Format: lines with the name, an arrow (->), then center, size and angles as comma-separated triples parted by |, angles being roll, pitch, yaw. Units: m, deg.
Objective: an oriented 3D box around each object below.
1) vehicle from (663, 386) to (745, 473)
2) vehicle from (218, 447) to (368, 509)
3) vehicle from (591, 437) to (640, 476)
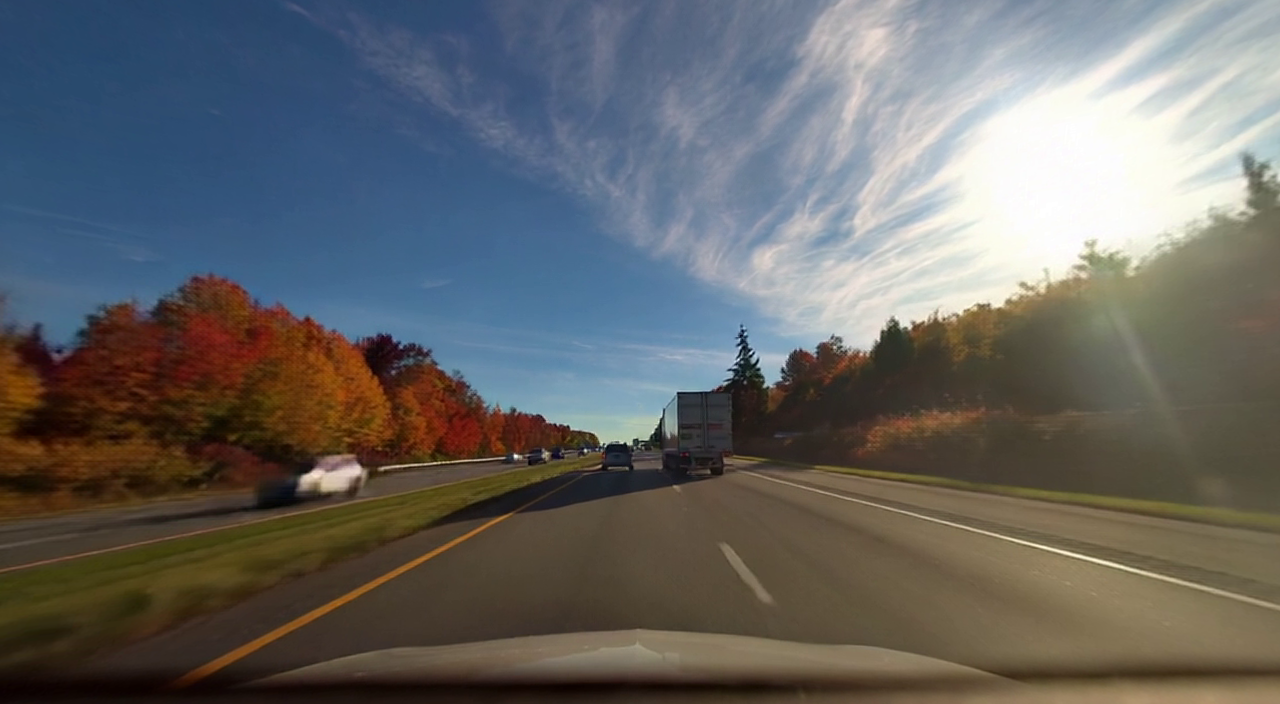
vehicle -> 3.254, 4.683, 36.445 | 3.068, 4.042, 13.787 | 0, -9, -1
vehicle -> -9.818, 3.554, 18.168 | 1.946, 1.550, 4.142 | -1, -9, 0
vehicle -> -1.084, 4.927, 29.713 | 2.151, 1.693, 4.201 | -1, -9, -1
